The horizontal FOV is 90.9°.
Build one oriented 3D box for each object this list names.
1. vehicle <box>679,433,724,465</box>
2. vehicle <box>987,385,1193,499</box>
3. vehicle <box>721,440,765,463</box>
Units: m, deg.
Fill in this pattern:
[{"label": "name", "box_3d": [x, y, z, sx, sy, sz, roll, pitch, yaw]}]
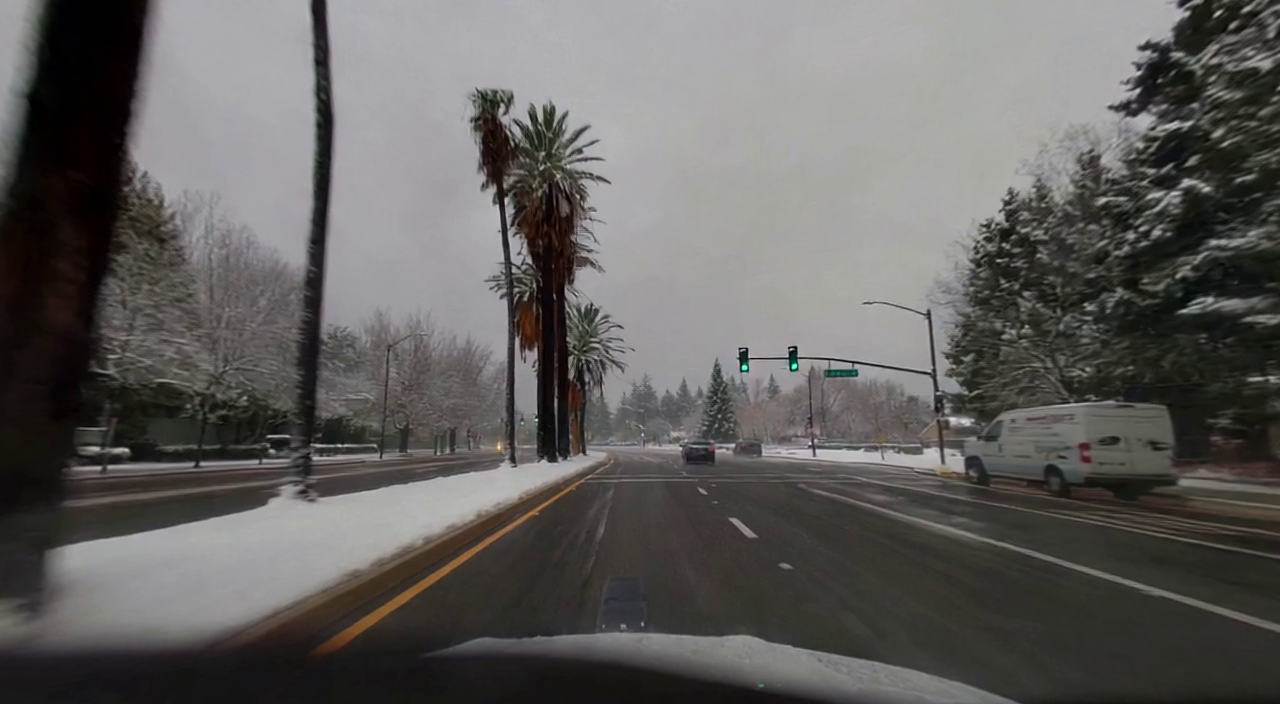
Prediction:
[{"label": "vehicle", "box_3d": [3.668, 5.910, 38.483, 2.046, 1.818, 4.603, 0, -8, -3]}, {"label": "vehicle", "box_3d": [14.068, 2.902, 20.400, 2.703, 3.137, 5.589, -1, -8, 4]}, {"label": "vehicle", "box_3d": [6.976, 6.776, 43.122, 1.969, 1.522, 4.609, 0, -8, -3]}]
